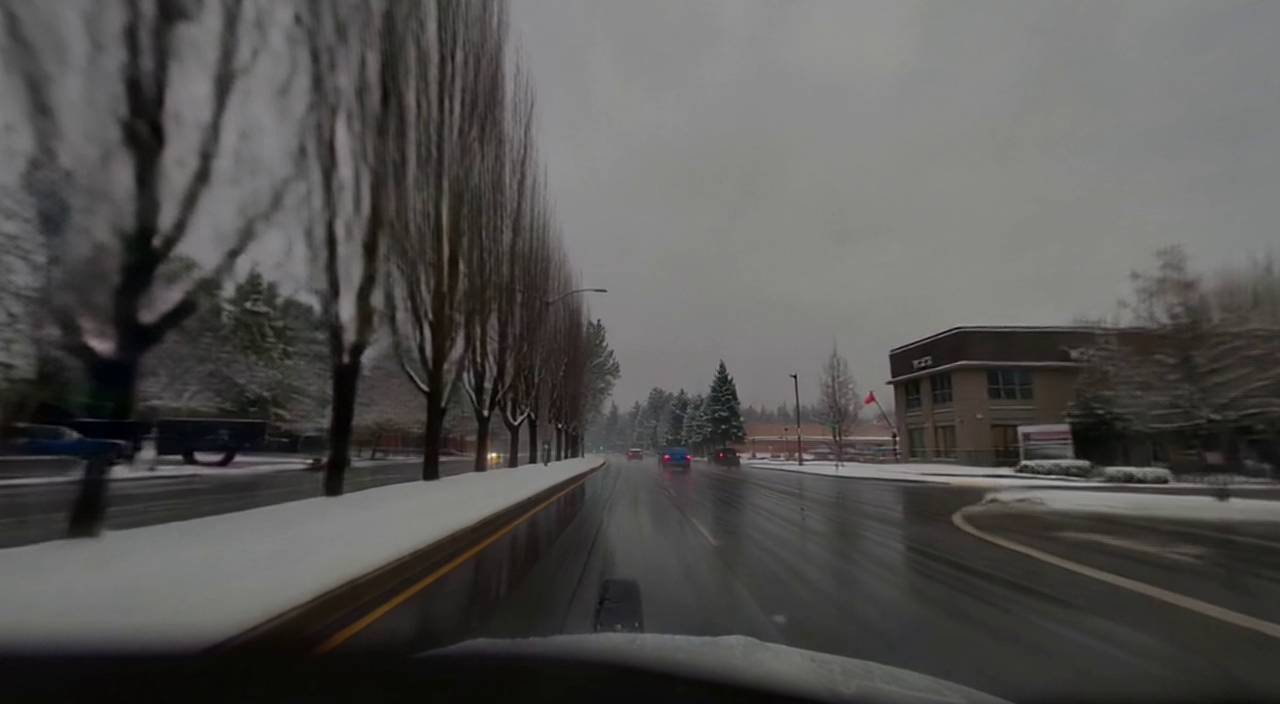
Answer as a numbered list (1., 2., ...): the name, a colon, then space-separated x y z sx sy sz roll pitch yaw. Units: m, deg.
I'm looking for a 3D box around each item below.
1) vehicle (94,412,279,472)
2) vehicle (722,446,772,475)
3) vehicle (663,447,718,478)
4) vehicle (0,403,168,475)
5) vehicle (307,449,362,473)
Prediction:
1. vehicle: -26.462 5.355 37.216 8.121 3.260 2.889 2 -9 -12
2. vehicle: 5.962 6.087 35.504 1.886 1.528 4.169 1 -9 -3
3. vehicle: 2.493 5.617 32.318 2.256 1.451 4.313 1 -9 -3
4. vehicle: -26.922 4.110 29.470 6.822 3.138 2.979 3 -9 -17
5. vehicle: -20.181 7.218 41.785 1.730 1.516 3.847 0 -9 -1
